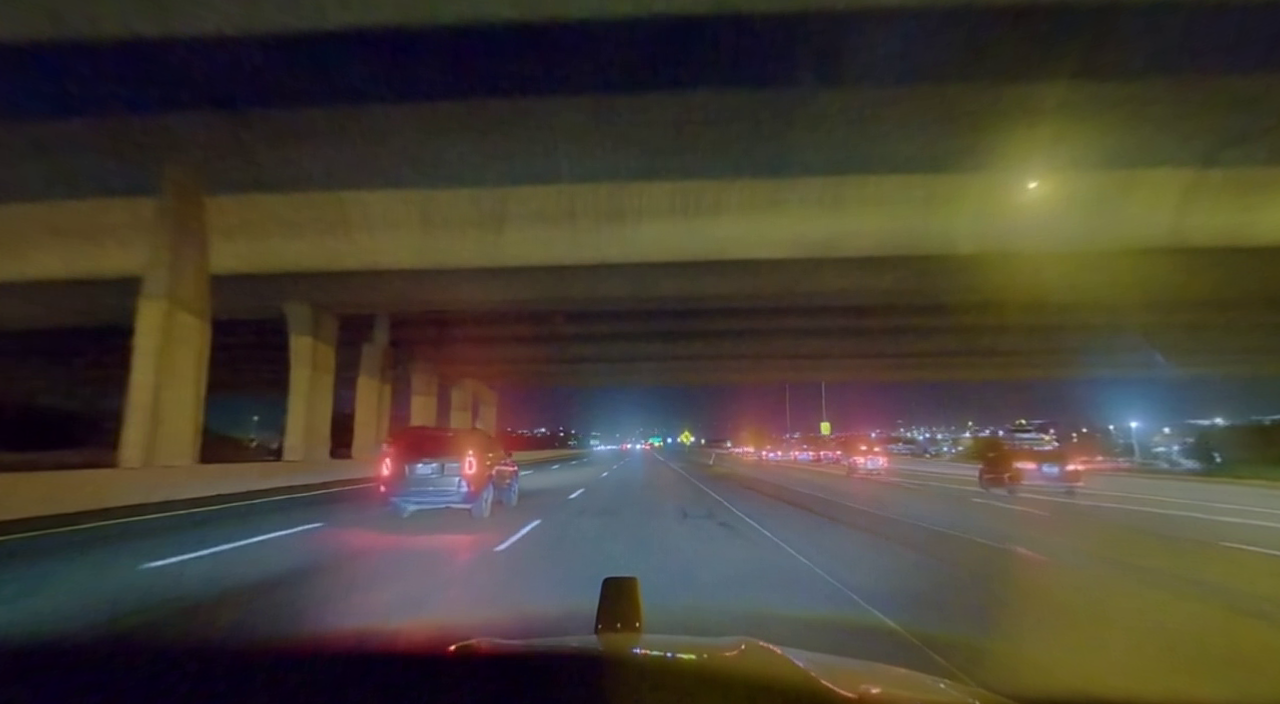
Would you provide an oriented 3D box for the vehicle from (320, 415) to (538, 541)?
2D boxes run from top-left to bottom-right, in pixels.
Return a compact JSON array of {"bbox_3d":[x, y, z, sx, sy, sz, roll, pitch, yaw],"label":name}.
[{"bbox_3d":[-3.324,2.102,11.132,2.203,1.734,4.600,0,-9,1],"label":"vehicle"}]
